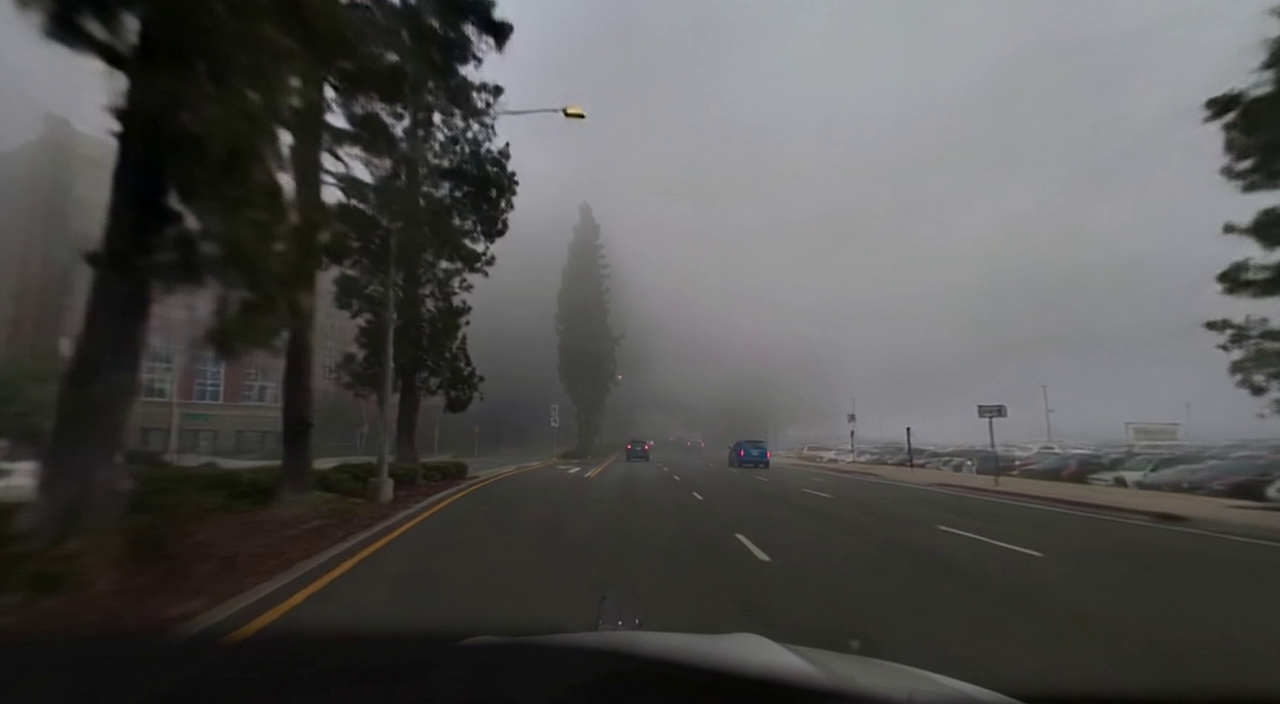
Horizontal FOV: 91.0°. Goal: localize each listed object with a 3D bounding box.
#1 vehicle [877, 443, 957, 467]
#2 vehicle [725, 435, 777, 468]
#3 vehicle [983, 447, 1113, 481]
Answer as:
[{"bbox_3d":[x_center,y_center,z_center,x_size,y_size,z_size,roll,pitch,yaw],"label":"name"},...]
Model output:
[{"bbox_3d":[19.070,7.102,43.479,4.644,1.552,1.980,0,-8,3],"label":"vehicle"},{"bbox_3d":[6.557,5.947,37.724,2.136,1.799,4.796,1,-8,-2],"label":"vehicle"},{"bbox_3d":[19.057,5.222,29.549,4.683,1.462,1.995,1,-8,1],"label":"vehicle"}]
